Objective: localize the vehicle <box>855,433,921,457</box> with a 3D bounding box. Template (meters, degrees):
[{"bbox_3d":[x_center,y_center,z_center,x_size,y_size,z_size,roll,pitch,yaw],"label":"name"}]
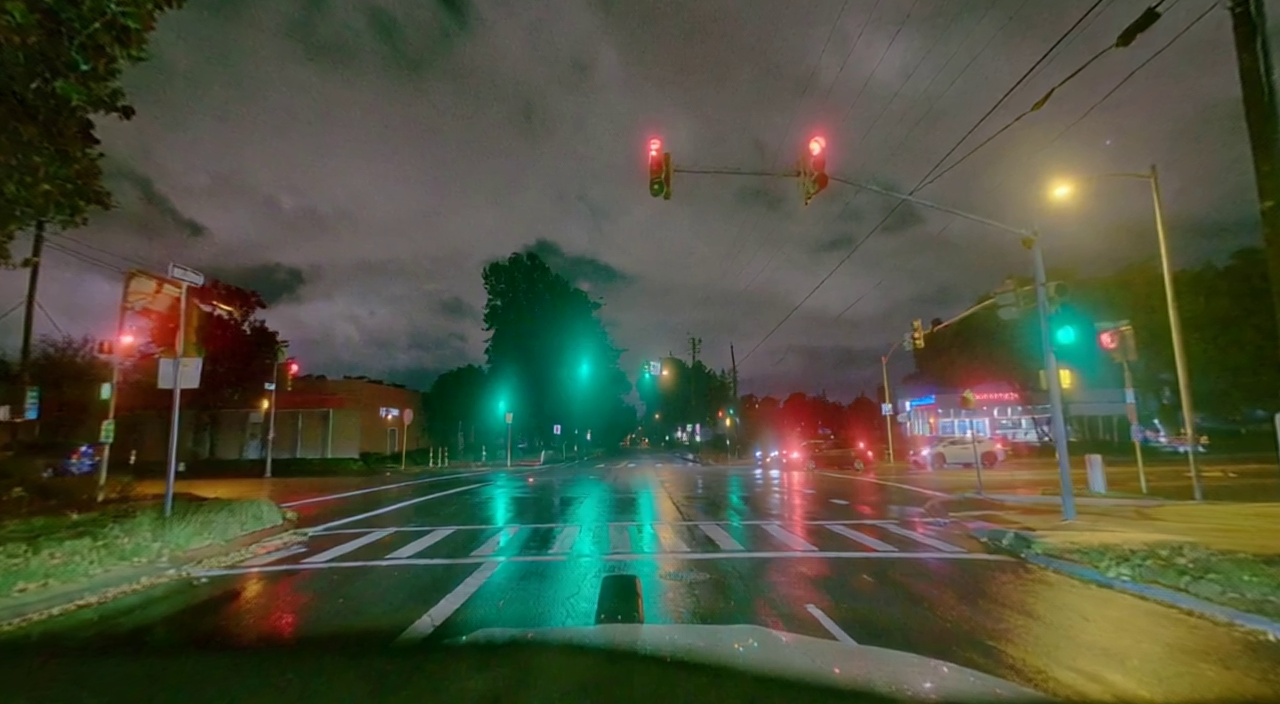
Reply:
[{"bbox_3d":[16.933,6.325,42.693,4.522,1.546,1.941,6,-11,-34],"label":"vehicle"}]

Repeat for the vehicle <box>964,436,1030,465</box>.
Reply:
[{"bbox_3d":[21.019,5.774,37.077,1.851,1.388,3.475,0,-4,-1],"label":"vehicle"}]

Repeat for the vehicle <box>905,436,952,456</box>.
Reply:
[{"bbox_3d":[21.827,7.135,47.498,1.923,1.463,3.758,-1,-9,3],"label":"vehicle"}]

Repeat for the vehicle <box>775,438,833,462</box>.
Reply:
[{"bbox_3d":[11.090,6.608,42.248,1.955,1.508,4.295,-8,-12,42],"label":"vehicle"}]

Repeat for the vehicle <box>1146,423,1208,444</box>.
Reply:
[{"bbox_3d":[40.931,6.244,47.850,1.682,1.422,3.422,-1,-10,0],"label":"vehicle"}]
